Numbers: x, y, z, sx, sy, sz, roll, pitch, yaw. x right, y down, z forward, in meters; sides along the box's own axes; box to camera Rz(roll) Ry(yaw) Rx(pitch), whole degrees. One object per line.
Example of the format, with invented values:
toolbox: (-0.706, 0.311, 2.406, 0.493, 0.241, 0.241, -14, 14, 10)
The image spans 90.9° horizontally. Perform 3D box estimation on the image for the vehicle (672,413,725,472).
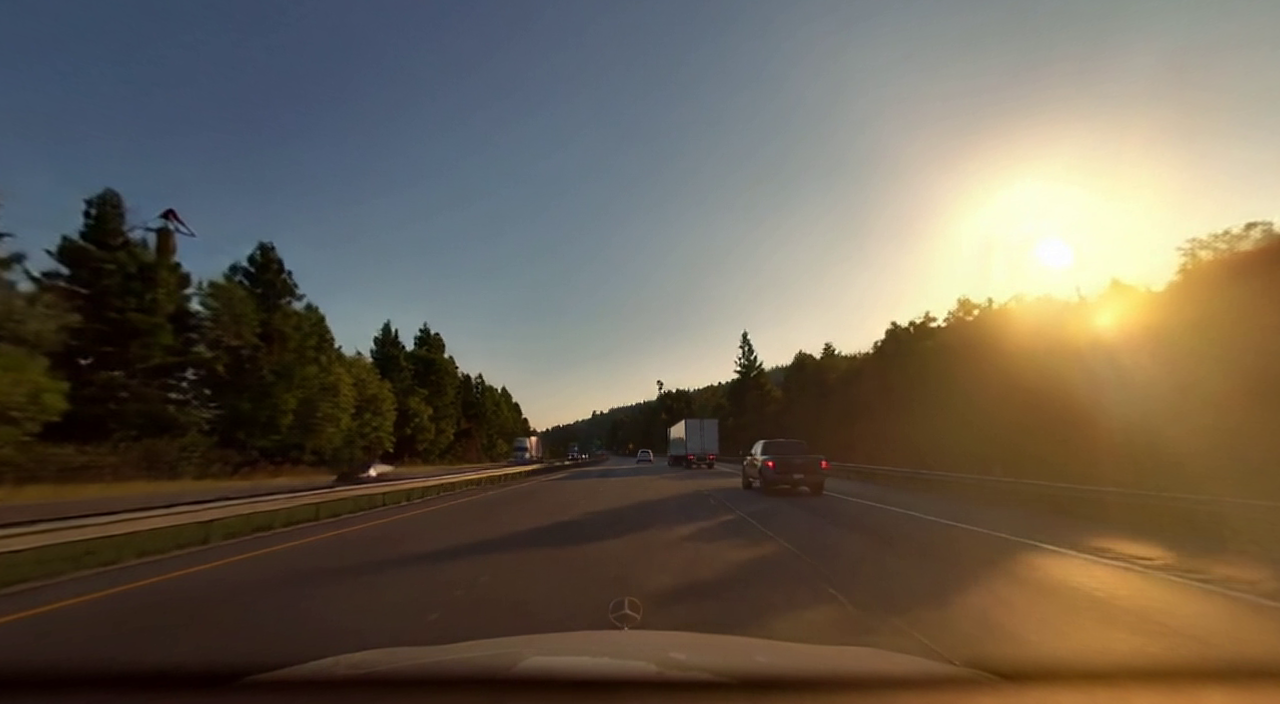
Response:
vehicle: (4.318, 7.045, 48.608, 3.117, 3.971, 10.593, 0, -9, 0)

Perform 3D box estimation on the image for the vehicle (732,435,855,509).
vehicle: (3.791, 3.038, 16.393, 2.096, 1.653, 4.185, 0, -9, 0)
